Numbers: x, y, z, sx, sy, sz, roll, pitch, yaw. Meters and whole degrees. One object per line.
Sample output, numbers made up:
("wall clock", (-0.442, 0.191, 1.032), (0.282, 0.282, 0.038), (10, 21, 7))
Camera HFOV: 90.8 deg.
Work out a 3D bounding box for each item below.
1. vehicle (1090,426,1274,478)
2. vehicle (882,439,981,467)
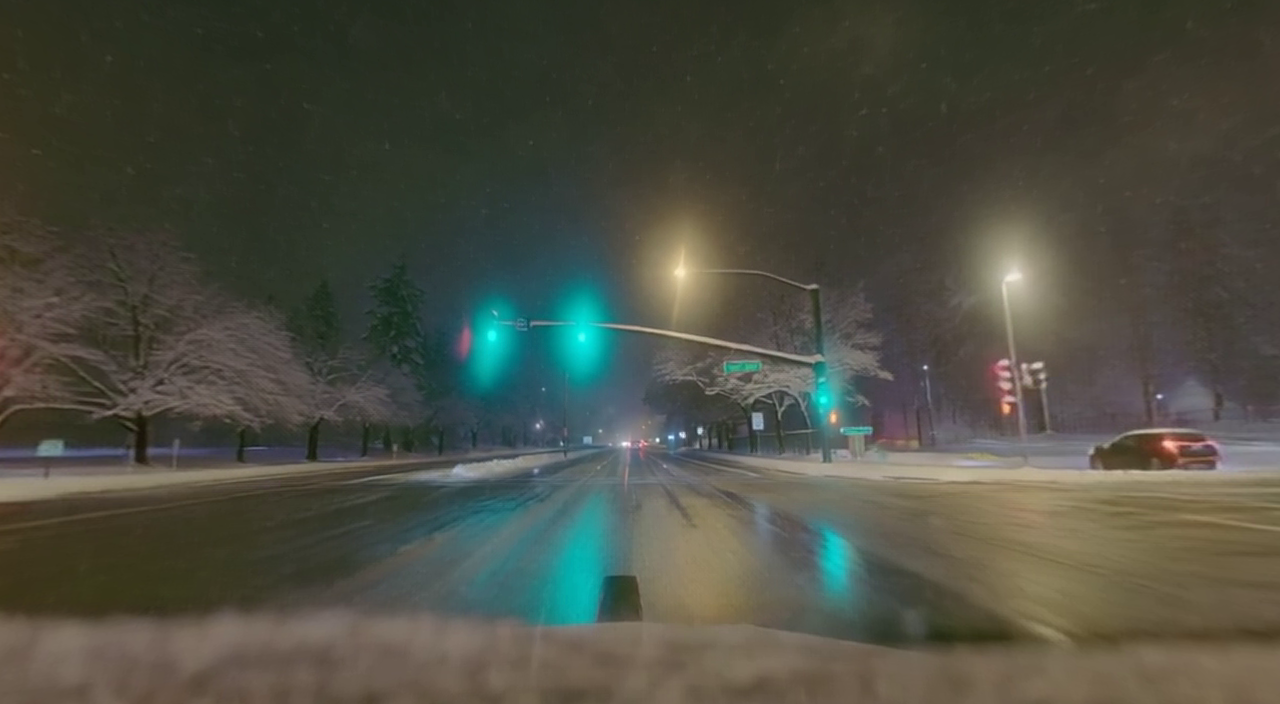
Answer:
("vehicle", (23.657, 4.438, 28.154), (2.802, 1.992, 6.440), (-2, -9, 5))
("vehicle", (16.077, 5.587, 34.996), (4.483, 1.452, 1.924), (0, -8, -1))
